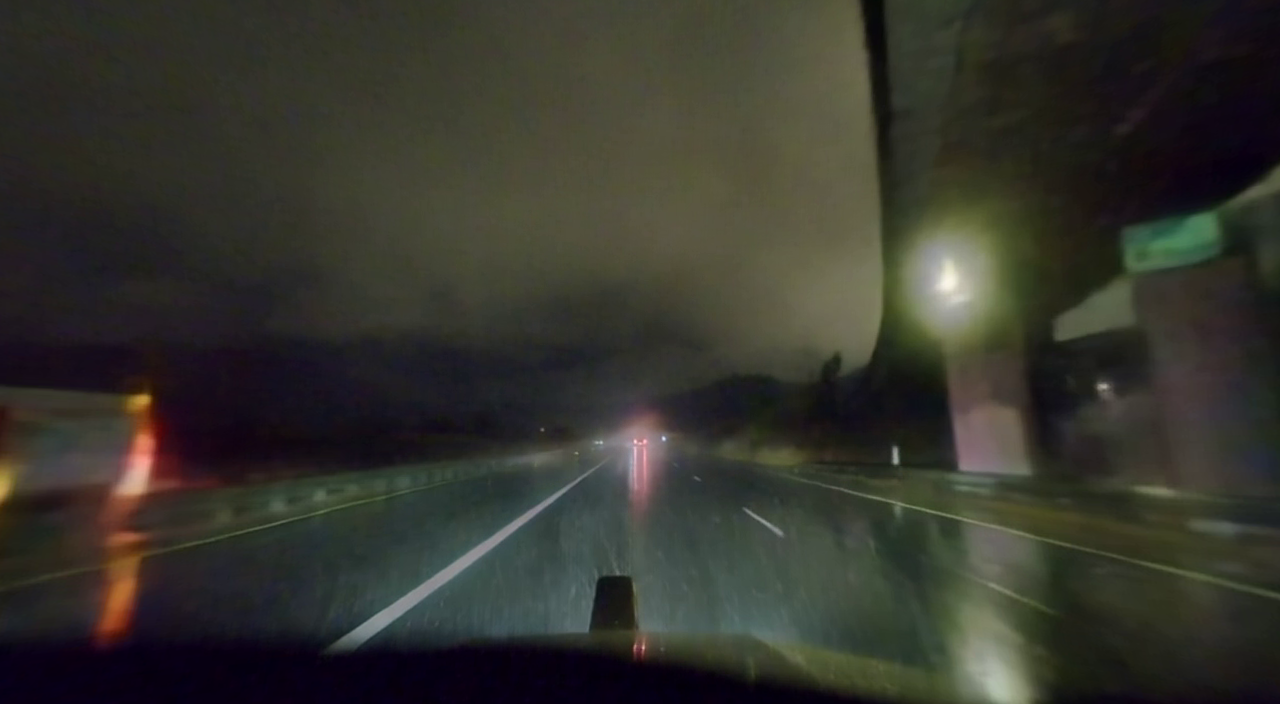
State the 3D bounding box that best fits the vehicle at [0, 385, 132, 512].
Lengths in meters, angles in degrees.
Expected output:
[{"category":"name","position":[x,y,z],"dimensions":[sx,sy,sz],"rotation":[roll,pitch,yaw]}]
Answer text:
[{"category":"vehicle","position":[-17.206,2.437,15.811],"dimensions":[2.858,3.086,7.172],"rotation":[0,-8,-1]}]
